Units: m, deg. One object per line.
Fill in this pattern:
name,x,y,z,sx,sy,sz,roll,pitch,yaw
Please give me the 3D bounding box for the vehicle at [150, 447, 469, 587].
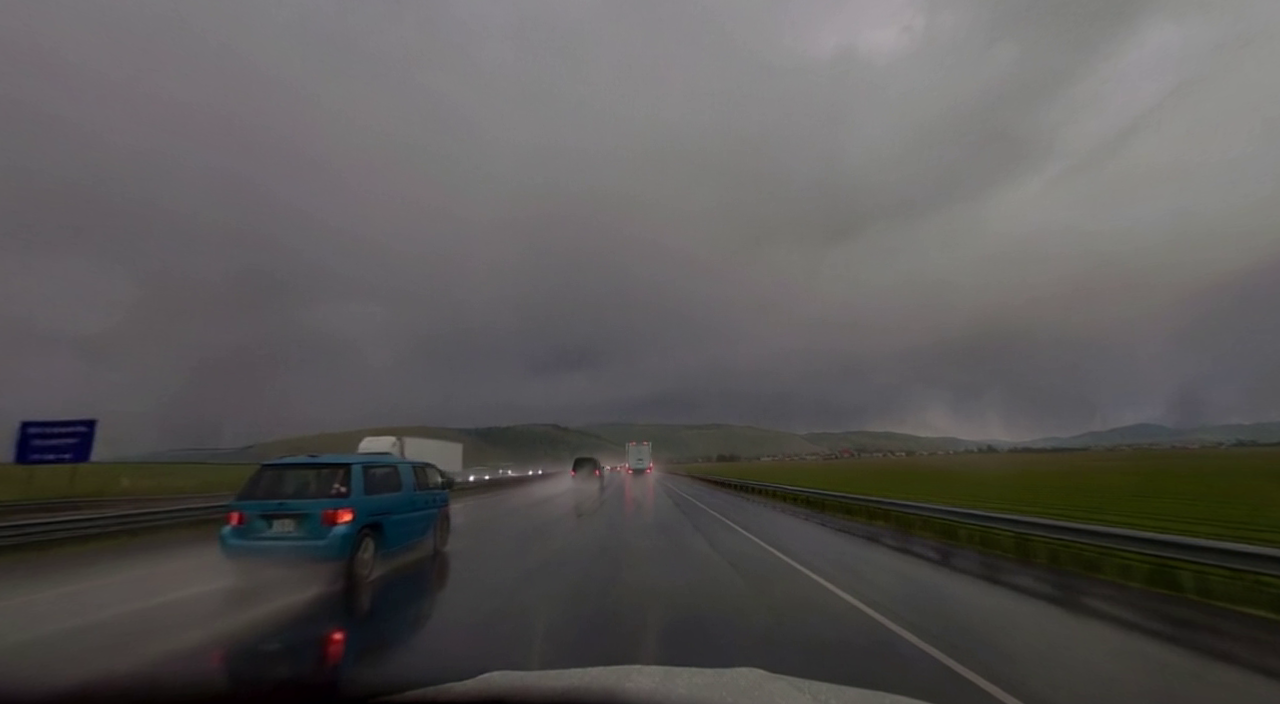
vehicle,-4.171,2.197,9.108,2.090,1.462,4.603,1,-10,0
